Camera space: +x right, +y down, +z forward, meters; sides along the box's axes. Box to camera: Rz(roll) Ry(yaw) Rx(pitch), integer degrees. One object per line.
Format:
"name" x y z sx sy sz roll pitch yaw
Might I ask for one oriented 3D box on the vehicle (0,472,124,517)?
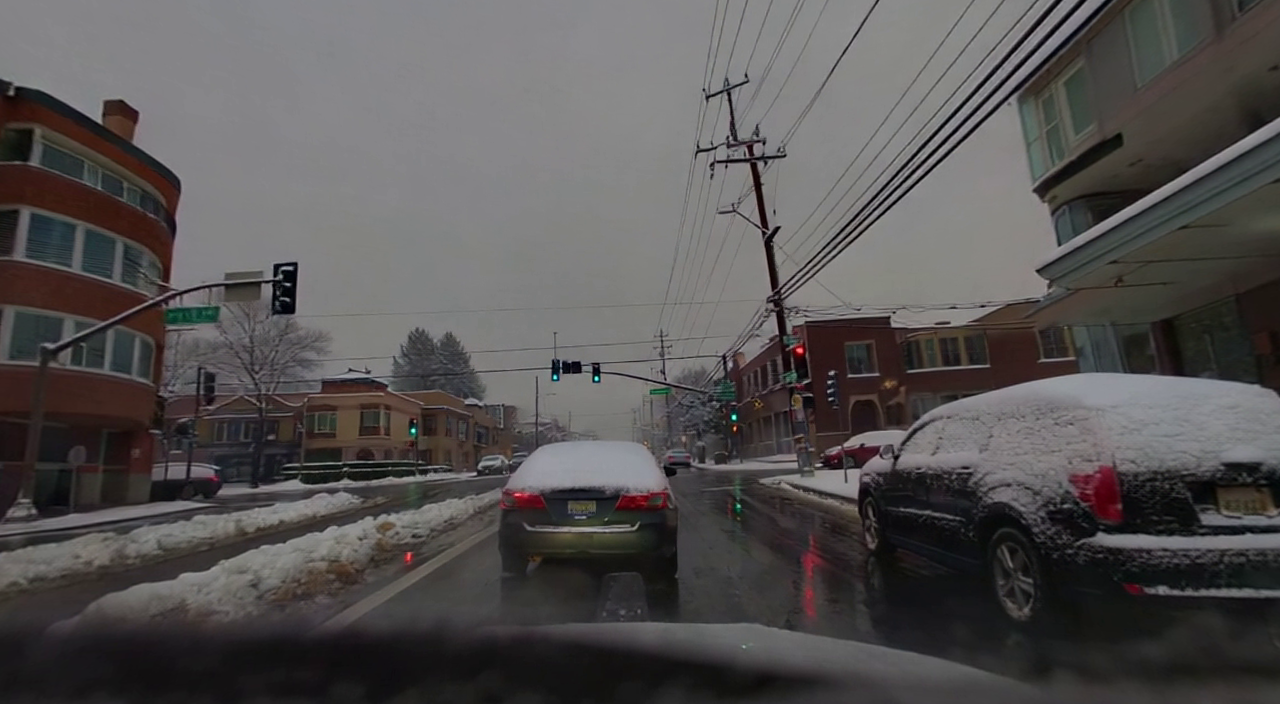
"vehicle" -24.754 6.073 26.997 3.891 1.538 1.698 -5 -11 0

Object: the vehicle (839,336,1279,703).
"vehicle" 3.830 1.238 5.923 2.248 1.945 5.011 0 -8 0

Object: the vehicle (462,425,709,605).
"vehicle" -0.484 1.649 7.325 2.019 1.453 4.129 0 -8 -1

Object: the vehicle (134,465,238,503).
"vehicle" -25.369 7.373 35.390 4.337 1.739 1.981 -4 -11 1
